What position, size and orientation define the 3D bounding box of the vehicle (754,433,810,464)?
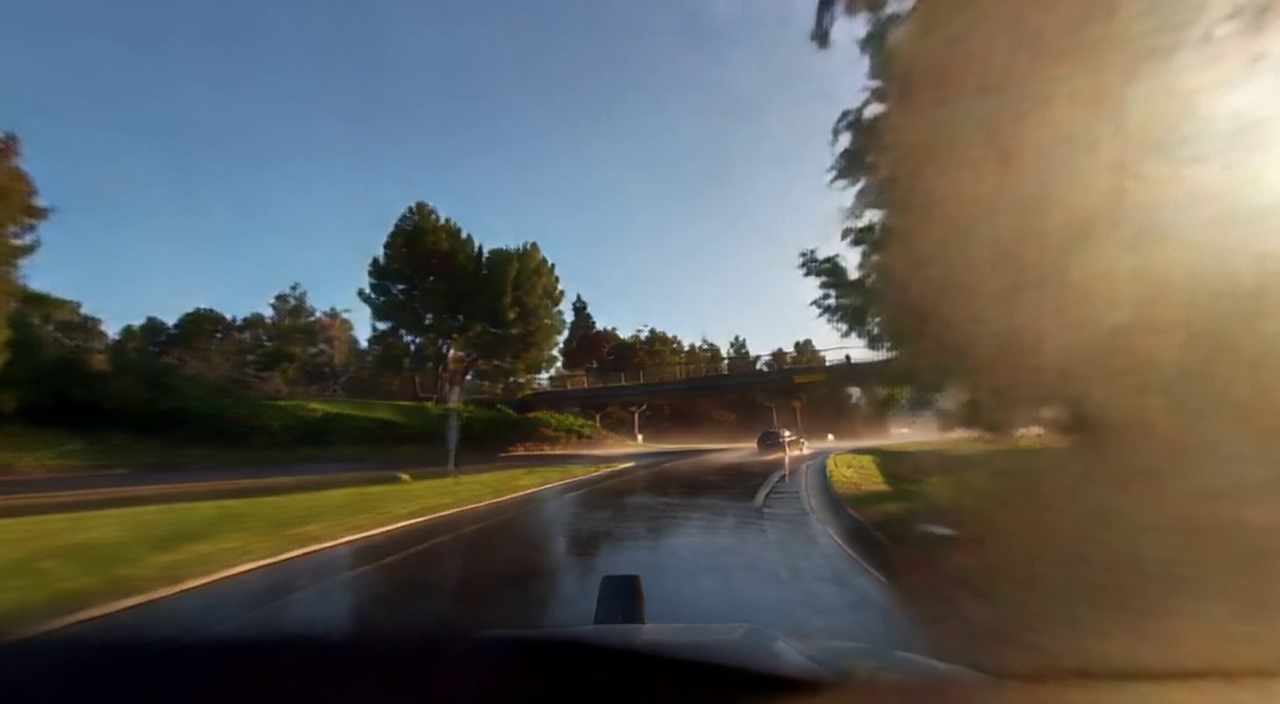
[{"bbox_3d":[7.347,4.978,32.366,1.980,1.449,3.650,-5,-10,25],"label":"vehicle"}]
